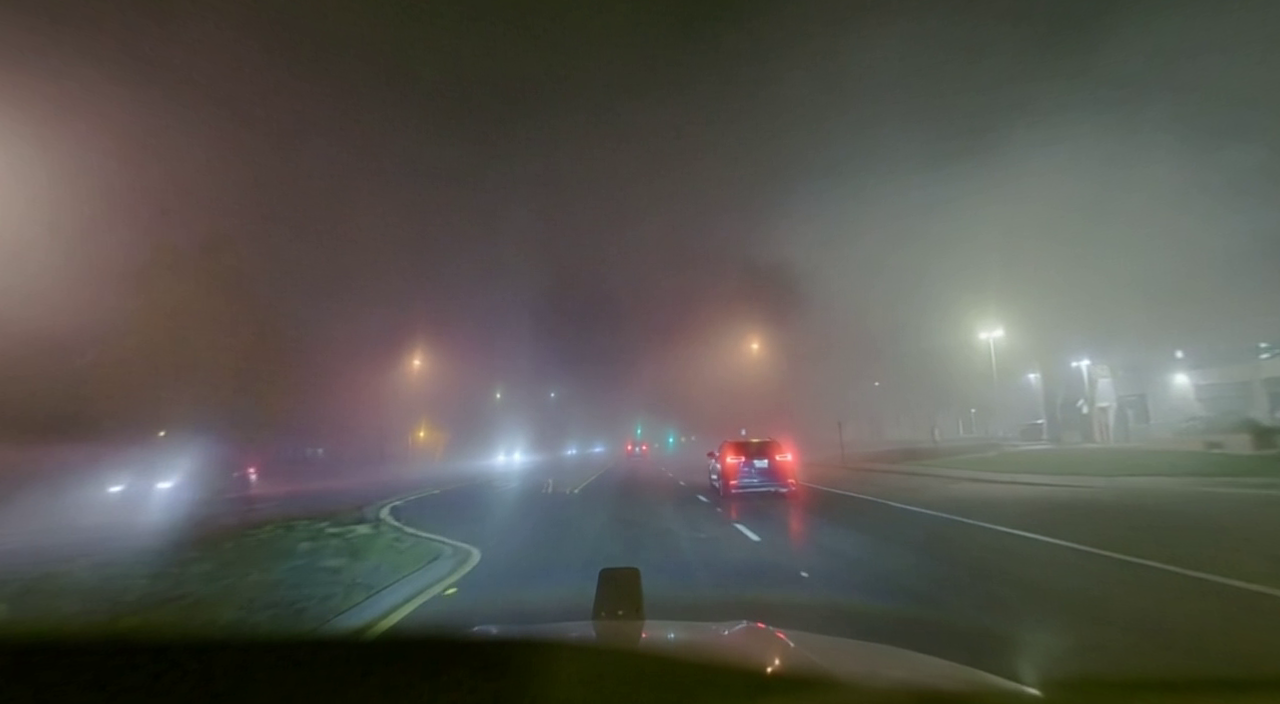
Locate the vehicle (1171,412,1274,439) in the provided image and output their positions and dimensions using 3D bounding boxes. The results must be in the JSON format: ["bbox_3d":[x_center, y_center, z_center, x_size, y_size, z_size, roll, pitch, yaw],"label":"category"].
[{"bbox_3d":[34.146,4.355,37.107,4.273,1.517,1.815,0,-8,-2],"label":"vehicle"}]

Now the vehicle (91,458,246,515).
[{"bbox_3d":[-16.104,4.571,21.944,1.913,1.658,4.465,0,-8,0],"label":"vehicle"}]

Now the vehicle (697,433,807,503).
[{"bbox_3d":[2.868,3.085,17.316,1.995,1.616,4.729,0,-8,-2],"label":"vehicle"}]
